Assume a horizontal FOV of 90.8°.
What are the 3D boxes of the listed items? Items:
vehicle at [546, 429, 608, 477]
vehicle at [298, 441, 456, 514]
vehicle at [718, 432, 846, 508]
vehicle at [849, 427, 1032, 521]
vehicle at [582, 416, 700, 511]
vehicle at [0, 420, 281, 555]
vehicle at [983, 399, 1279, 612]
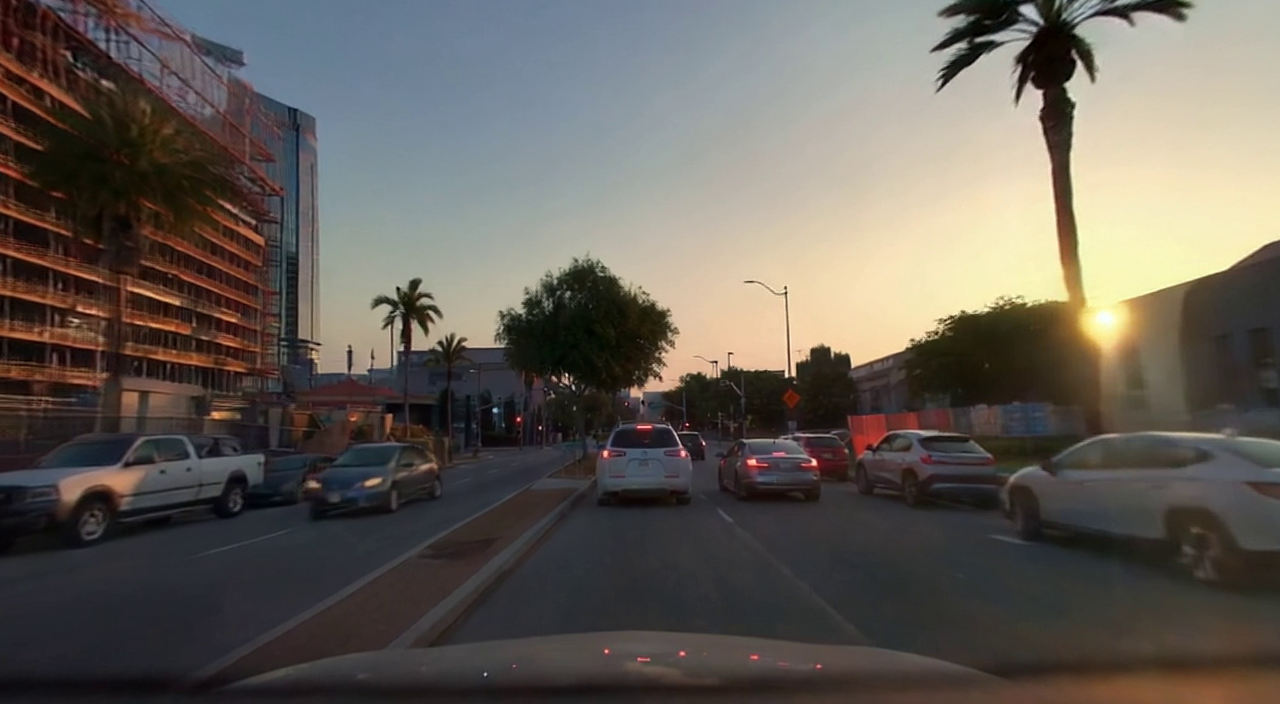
[{"bbox_3d":[-2.626,4.348,27.474,2.180,1.879,4.452,-1,-9,1],"label":"vehicle"},{"bbox_3d":[-6.112,2.937,15.361,2.020,1.486,4.363,0,-9,-1],"label":"vehicle"},{"bbox_3d":[3.113,2.675,14.754,1.999,1.487,3.939,0,-9,-1],"label":"vehicle"},{"bbox_3d":[6.163,2.486,13.611,1.819,1.672,4.139,0,-7,-1],"label":"vehicle"},{"bbox_3d":[0.000,2.468,14.352,2.264,1.798,4.258,0,-9,0],"label":"vehicle"},{"bbox_3d":[-10.015,2.655,12.541,2.294,1.948,6.025,-6,-10,0],"label":"vehicle"},{"bbox_3d":[6.339,1.620,7.501,1.886,1.792,4.525,0,-9,-1],"label":"vehicle"}]
